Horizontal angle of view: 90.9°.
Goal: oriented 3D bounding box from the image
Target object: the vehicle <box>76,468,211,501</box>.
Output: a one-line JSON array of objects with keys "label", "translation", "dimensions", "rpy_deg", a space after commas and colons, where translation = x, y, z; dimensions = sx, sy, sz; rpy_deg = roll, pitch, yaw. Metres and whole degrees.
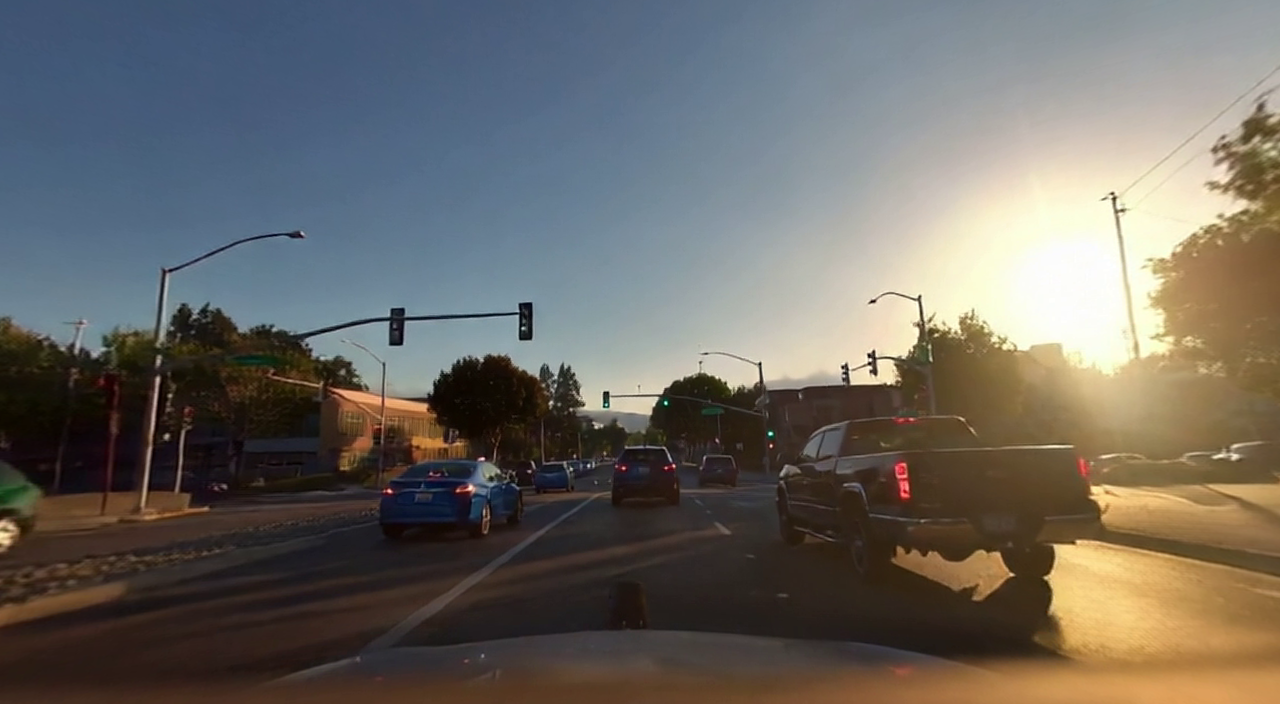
[{"label": "vehicle", "translation": [-25.131, 6.712, 32.066], "dimensions": [5.100, 1.533, 2.032], "rpy_deg": [0, -9, 0]}]

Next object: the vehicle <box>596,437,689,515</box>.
[{"label": "vehicle", "translation": [0.067, 3.141, 16.399], "dimensions": [2.113, 1.768, 3.901], "rpy_deg": [0, -9, 1]}]

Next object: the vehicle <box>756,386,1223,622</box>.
[{"label": "vehicle", "translation": [3.285, 1.644, 7.958], "dimensions": [2.571, 1.857, 5.841], "rpy_deg": [0, -9, 0]}]

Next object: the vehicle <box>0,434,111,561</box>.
[{"label": "vehicle", "translation": [-10.317, 2.058, 8.659], "dimensions": [2.099, 1.813, 4.583], "rpy_deg": [-1, -9, 0]}]

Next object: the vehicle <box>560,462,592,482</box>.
[{"label": "vehicle", "translation": [-4.934, 9.334, 49.227], "dimensions": [1.882, 1.342, 3.755], "rpy_deg": [-4, -9, 3]}]

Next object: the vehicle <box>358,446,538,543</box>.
[{"label": "vehicle", "translation": [-3.354, 2.574, 12.165], "dimensions": [1.909, 1.476, 4.751], "rpy_deg": [0, -9, 1]}]

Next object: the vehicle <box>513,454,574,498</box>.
[{"label": "vehicle", "translation": [-3.843, 4.720, 24.403], "dimensions": [2.072, 1.450, 4.612], "rpy_deg": [2, -9, -11]}]

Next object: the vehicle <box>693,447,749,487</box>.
[{"label": "vehicle", "translation": [4.234, 6.107, 33.893], "dimensions": [2.408, 1.908, 5.355], "rpy_deg": [0, -9, 1]}]

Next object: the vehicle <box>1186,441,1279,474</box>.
[{"label": "vehicle", "translation": [31.479, 5.383, 32.294], "dimensions": [4.869, 1.622, 2.230], "rpy_deg": [0, -9, -1]}]
